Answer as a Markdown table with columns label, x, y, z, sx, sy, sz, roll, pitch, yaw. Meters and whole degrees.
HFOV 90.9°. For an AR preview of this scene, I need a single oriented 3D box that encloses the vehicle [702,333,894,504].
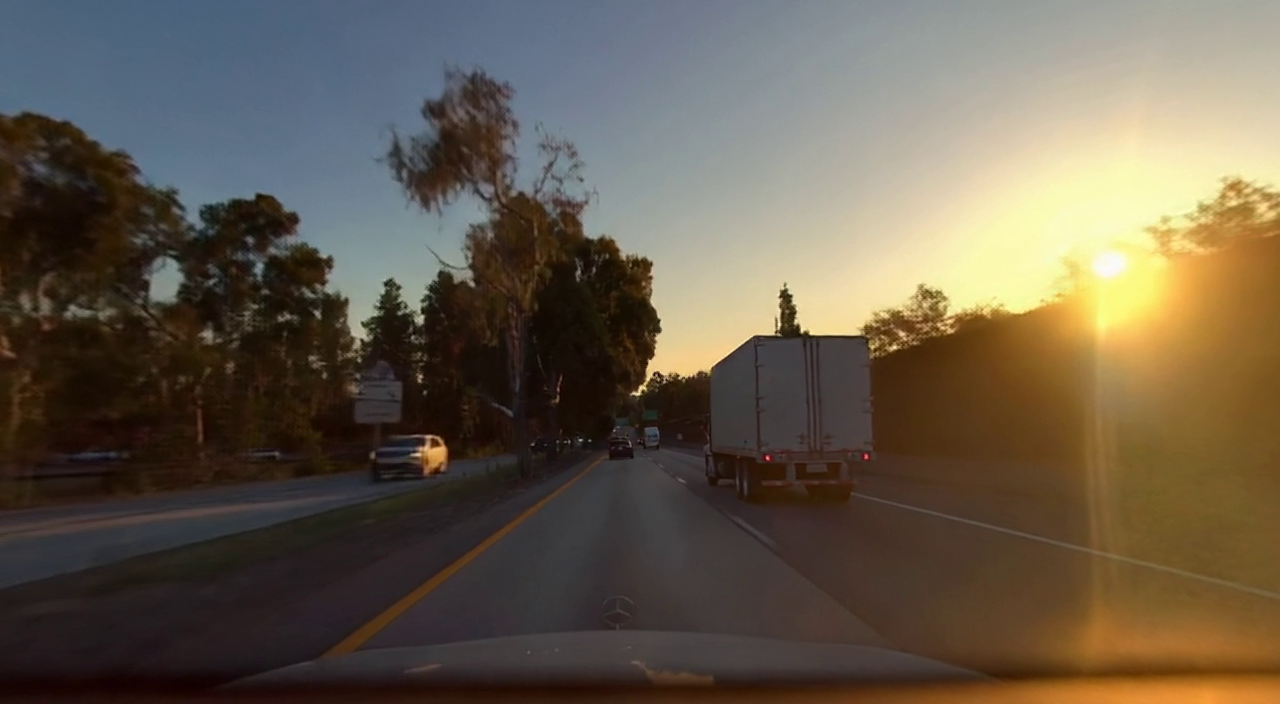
| label | x | y | z | sx | sy | sz | roll | pitch | yaw |
| --- | --- | --- | --- | --- | --- | --- | --- | --- | --- |
| vehicle | 3.658 | 1.891 | 17.142 | 2.921 | 3.526 | 8.207 | 0 | -8 | -1 |

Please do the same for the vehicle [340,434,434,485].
| label | x | y | z | sx | sy | sz | roll | pitch | yaw |
| --- | --- | --- | --- | --- | --- | --- | --- | --- | --- |
| vehicle | -9.494 | 4.015 | 24.051 | 1.985 | 1.746 | 3.918 | 0 | -8 | -1 |

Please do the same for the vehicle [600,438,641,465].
| label | x | y | z | sx | sy | sz | roll | pitch | yaw |
| --- | --- | --- | --- | --- | --- | --- | --- | --- | --- |
| vehicle | -1.107 | 5.774 | 36.961 | 2.259 | 1.466 | 3.693 | 0 | -8 | -1 |
